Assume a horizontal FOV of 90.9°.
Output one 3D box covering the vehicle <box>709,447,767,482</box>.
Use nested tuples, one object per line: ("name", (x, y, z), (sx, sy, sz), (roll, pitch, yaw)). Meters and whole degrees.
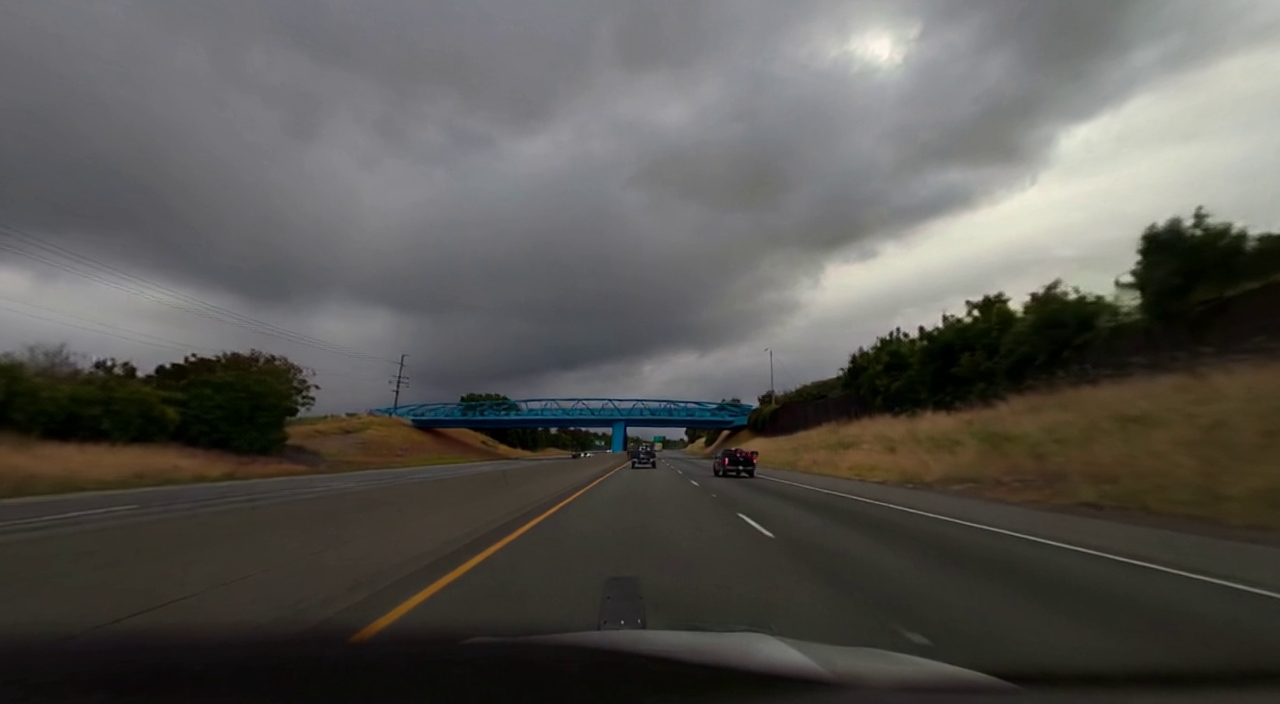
("vehicle", (4.569, 5.312, 30.126), (1.988, 1.505, 4.958), (0, -9, 0))

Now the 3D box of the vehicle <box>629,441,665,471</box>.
("vehicle", (0.518, 7.253, 44.139), (2.369, 1.948, 5.343), (0, -9, 2))
